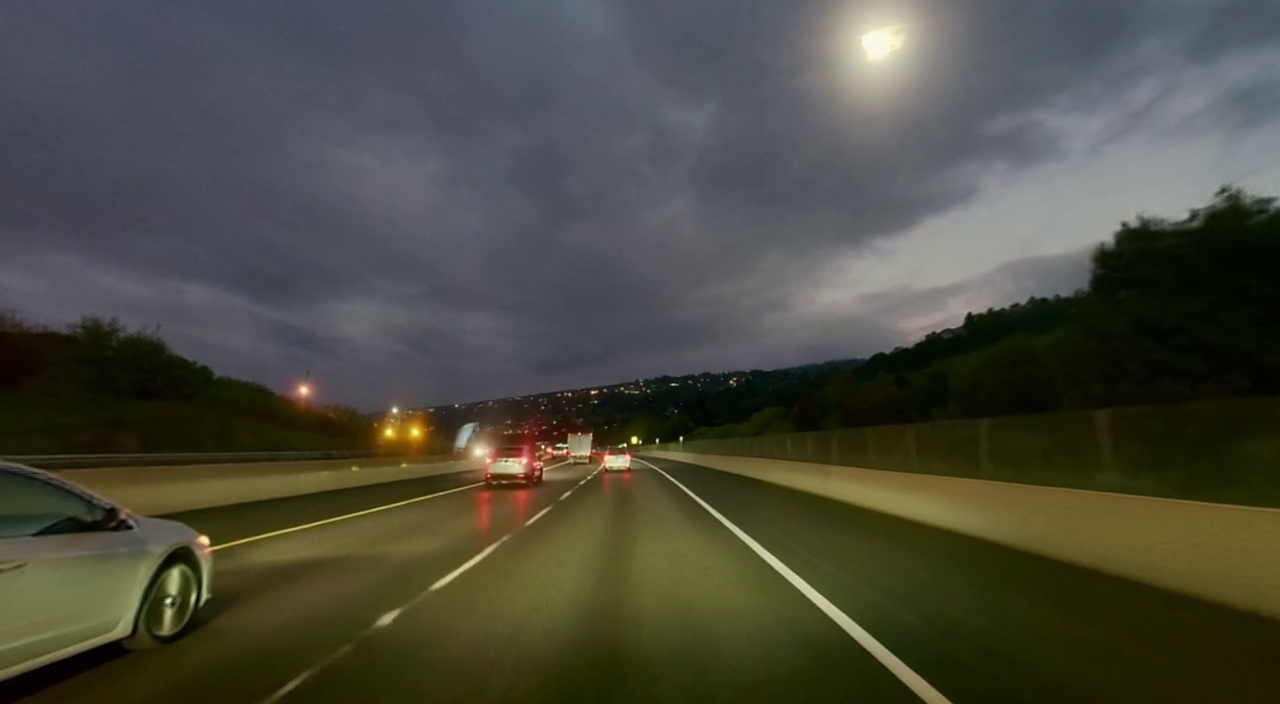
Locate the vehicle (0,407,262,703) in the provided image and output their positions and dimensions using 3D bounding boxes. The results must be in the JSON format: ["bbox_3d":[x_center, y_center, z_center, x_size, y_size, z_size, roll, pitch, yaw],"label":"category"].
[{"bbox_3d":[-3.900,1.006,2.853,1.892,1.492,3.940,0,-9,0],"label":"vehicle"}]

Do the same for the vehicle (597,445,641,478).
[{"bbox_3d":[-1.004,5.236,30.458,1.988,1.440,4.201,0,-9,-2],"label":"vehicle"}]

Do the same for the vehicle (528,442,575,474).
[{"bbox_3d":[-4.822,5.831,34.884,2.118,1.624,4.032,0,-9,-1],"label":"vehicle"}]

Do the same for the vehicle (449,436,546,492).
[{"bbox_3d":[-4.477,3.608,20.581,2.208,1.619,4.162,0,-9,0],"label":"vehicle"}]
